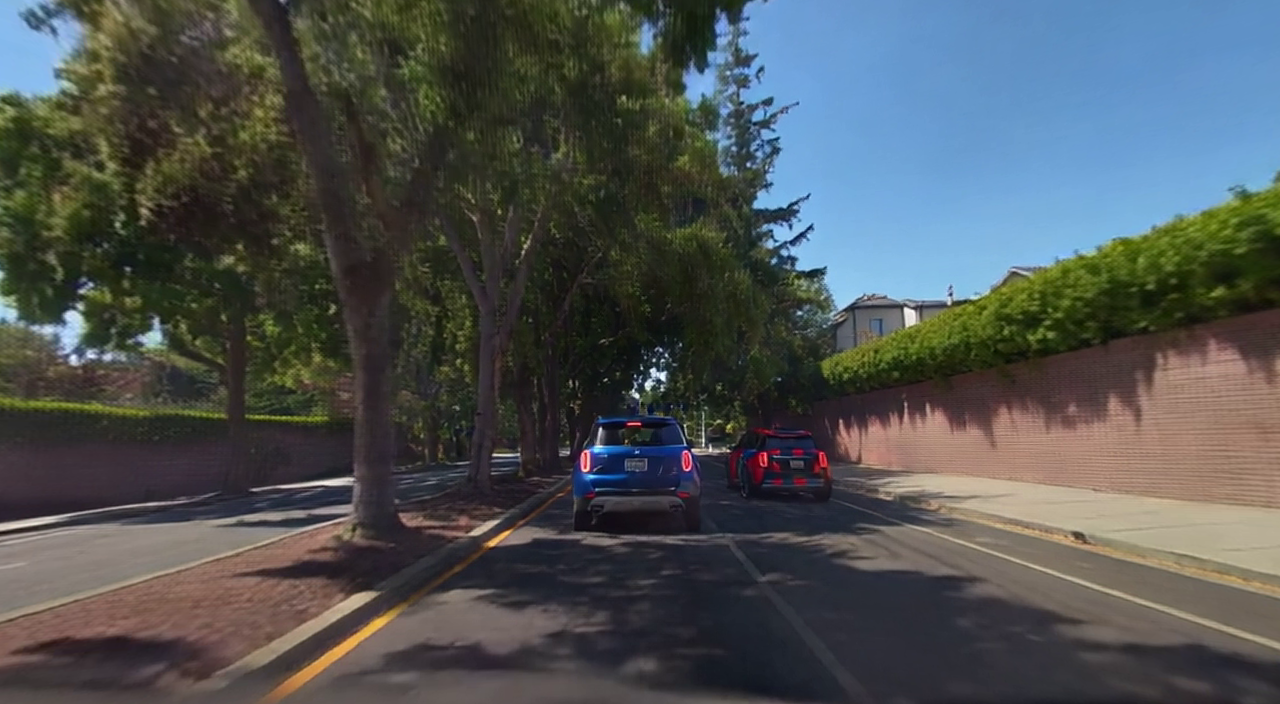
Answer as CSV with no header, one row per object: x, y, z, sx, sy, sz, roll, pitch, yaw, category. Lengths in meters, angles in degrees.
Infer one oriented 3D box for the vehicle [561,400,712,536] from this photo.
-0.102,1.758,9.928,1.984,1.777,3.148,0,-8,-2,vehicle

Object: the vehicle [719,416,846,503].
3.087,2.437,14.626,1.840,1.709,4.202,0,-8,-2,vehicle
